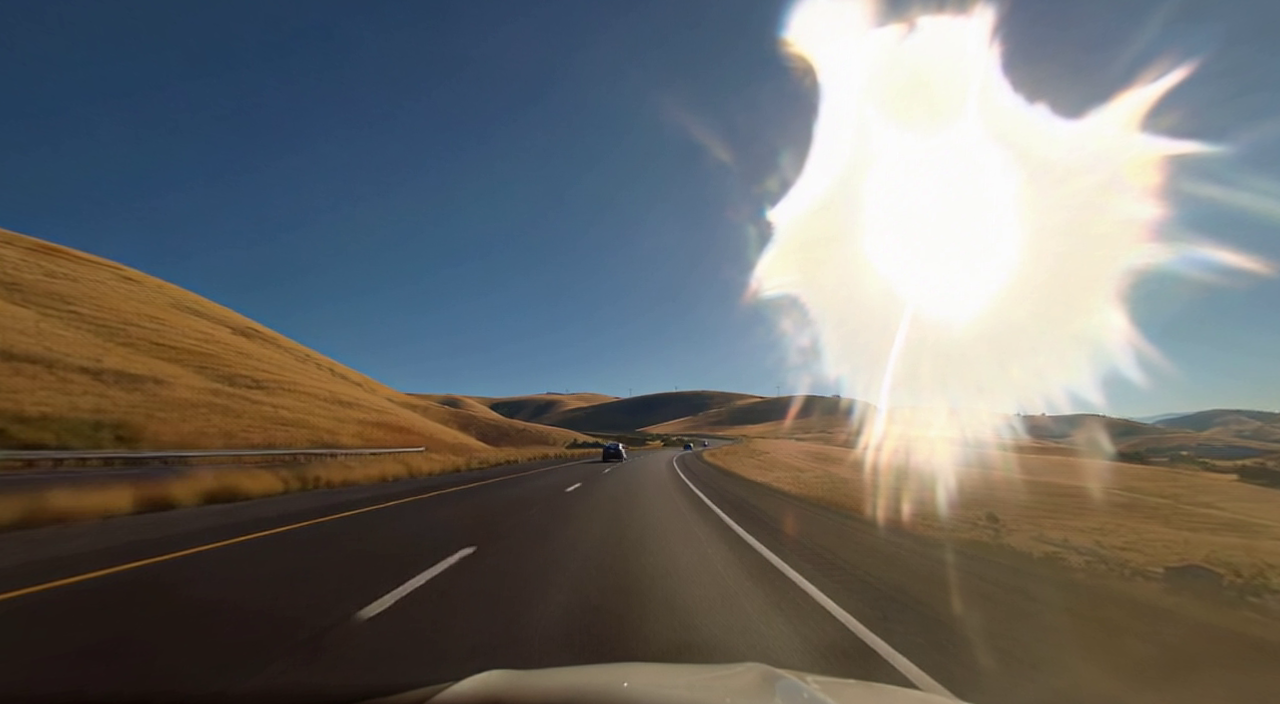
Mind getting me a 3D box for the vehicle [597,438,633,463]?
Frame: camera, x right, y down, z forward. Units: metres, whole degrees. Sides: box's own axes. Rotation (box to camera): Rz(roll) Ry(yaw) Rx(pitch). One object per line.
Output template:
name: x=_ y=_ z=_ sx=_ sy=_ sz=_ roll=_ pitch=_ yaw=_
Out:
vehicle: x=-1.884 y=7.564 z=48.681 sx=2.252 sy=1.743 sz=4.560 roll=-1 pitch=-8 yaw=4
